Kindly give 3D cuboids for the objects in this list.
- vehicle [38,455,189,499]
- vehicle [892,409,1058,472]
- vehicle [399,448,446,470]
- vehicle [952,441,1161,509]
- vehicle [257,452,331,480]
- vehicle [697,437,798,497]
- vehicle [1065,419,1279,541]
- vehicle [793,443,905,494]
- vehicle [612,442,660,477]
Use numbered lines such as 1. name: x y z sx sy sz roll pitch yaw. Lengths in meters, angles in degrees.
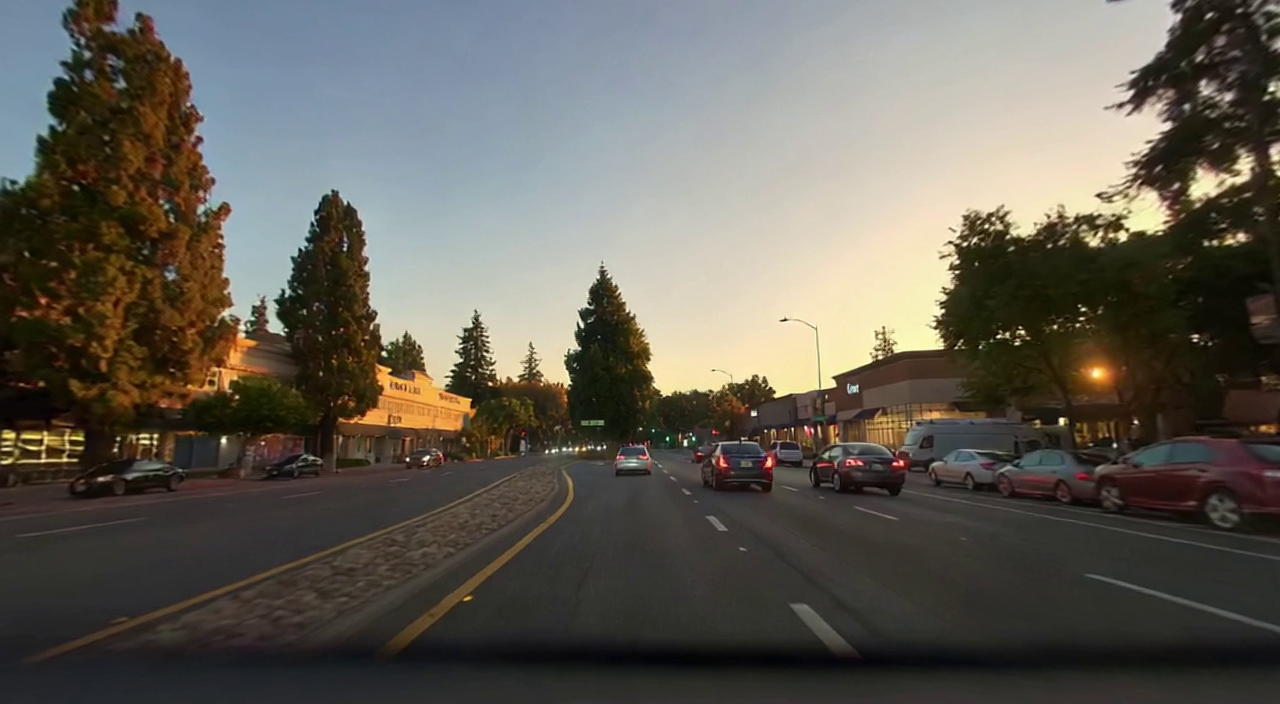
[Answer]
1. vehicle: -20.386 4.815 24.796 1.914 1.471 4.640 0 -8 0
2. vehicle: 17.523 4.682 33.427 7.127 3.093 2.760 0 -8 0
3. vehicle: -15.039 7.384 43.783 1.878 1.481 3.663 0 -8 1
4. vehicle: 10.407 3.071 16.365 2.030 1.479 4.624 1 -8 -4
5. vehicle: -20.383 6.713 37.444 1.925 1.454 4.529 0 -8 -2
6. vehicle: 3.036 3.356 18.868 2.072 1.545 4.578 0 -8 -2
7. vehicle: 10.163 2.141 11.127 2.068 1.722 4.556 0 -8 -1
8. vehicle: 6.494 3.649 20.247 1.952 1.449 4.544 0 -8 -1
9. vehicle: -0.194 4.967 29.466 2.052 1.461 4.324 0 -8 0
